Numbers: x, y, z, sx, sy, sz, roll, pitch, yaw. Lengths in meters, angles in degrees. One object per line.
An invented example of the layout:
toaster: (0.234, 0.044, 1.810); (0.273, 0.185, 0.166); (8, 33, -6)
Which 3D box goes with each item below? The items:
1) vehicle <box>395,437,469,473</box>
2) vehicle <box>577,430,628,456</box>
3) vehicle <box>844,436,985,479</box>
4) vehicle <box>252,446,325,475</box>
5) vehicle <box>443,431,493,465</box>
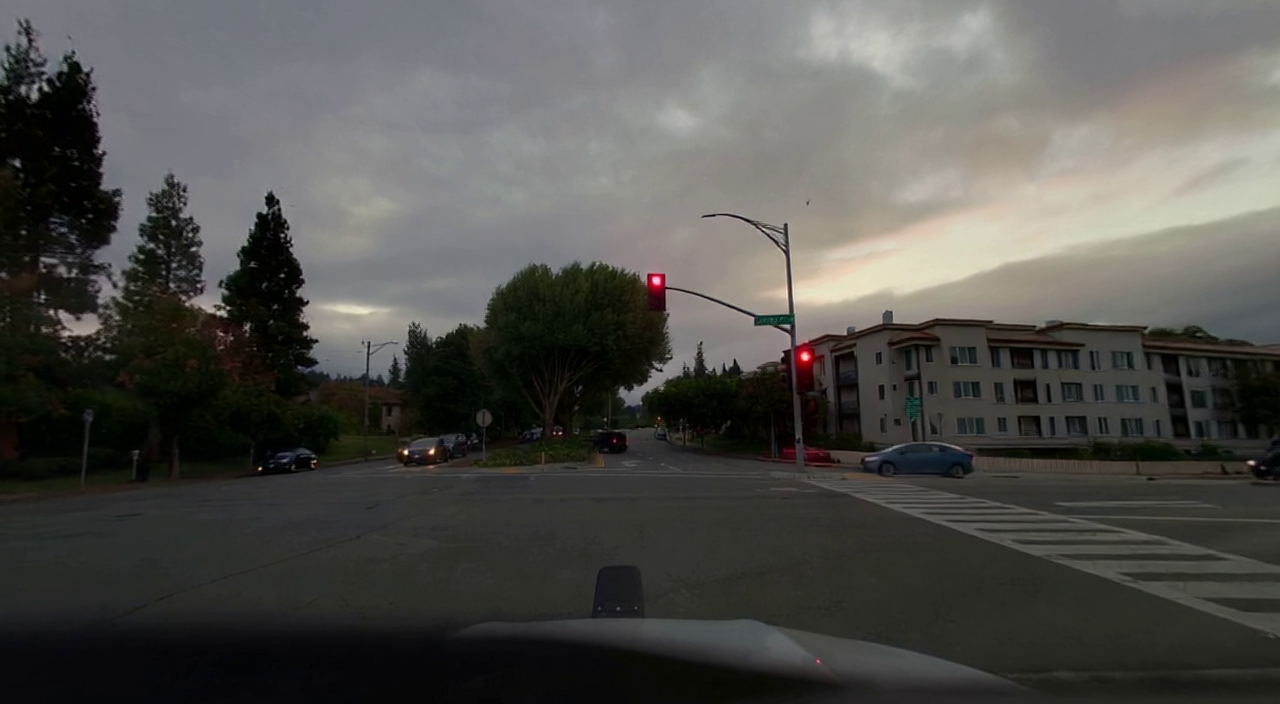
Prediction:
vehicle: (-9.678, 4.831, 29.752); (2.116, 1.521, 4.294); (0, -9, -2)
vehicle: (-2.597, 6.212, 42.864); (1.993, 1.664, 4.424); (4, -10, -23)
vehicle: (11.069, 4.253, 25.672); (4.790, 1.571, 2.073); (-7, -11, 39)
vehicle: (-21.060, 6.506, 38.092); (1.981, 1.628, 4.336); (0, -9, -1)
vehicle: (-9.764, 5.500, 36.157); (1.910, 1.818, 4.057); (0, -9, -3)
